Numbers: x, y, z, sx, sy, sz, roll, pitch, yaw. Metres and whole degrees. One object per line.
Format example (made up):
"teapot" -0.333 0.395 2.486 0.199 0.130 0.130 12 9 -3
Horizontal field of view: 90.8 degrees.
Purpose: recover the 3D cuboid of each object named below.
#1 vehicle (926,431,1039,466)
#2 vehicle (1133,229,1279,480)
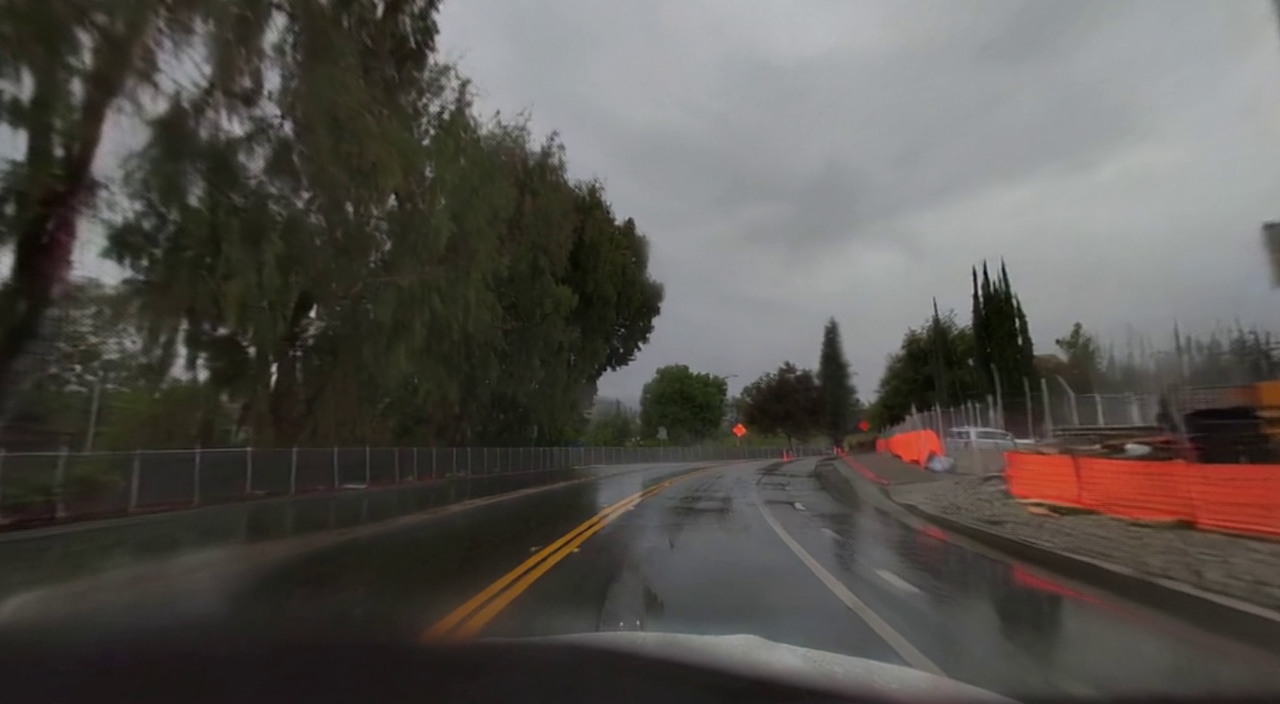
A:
"vehicle" 15.796 4.505 29.366 4.221 1.440 1.915 -5 -10 17
"vehicle" 10.850 -0.307 6.983 2.984 3.691 10.409 -1 -8 4
